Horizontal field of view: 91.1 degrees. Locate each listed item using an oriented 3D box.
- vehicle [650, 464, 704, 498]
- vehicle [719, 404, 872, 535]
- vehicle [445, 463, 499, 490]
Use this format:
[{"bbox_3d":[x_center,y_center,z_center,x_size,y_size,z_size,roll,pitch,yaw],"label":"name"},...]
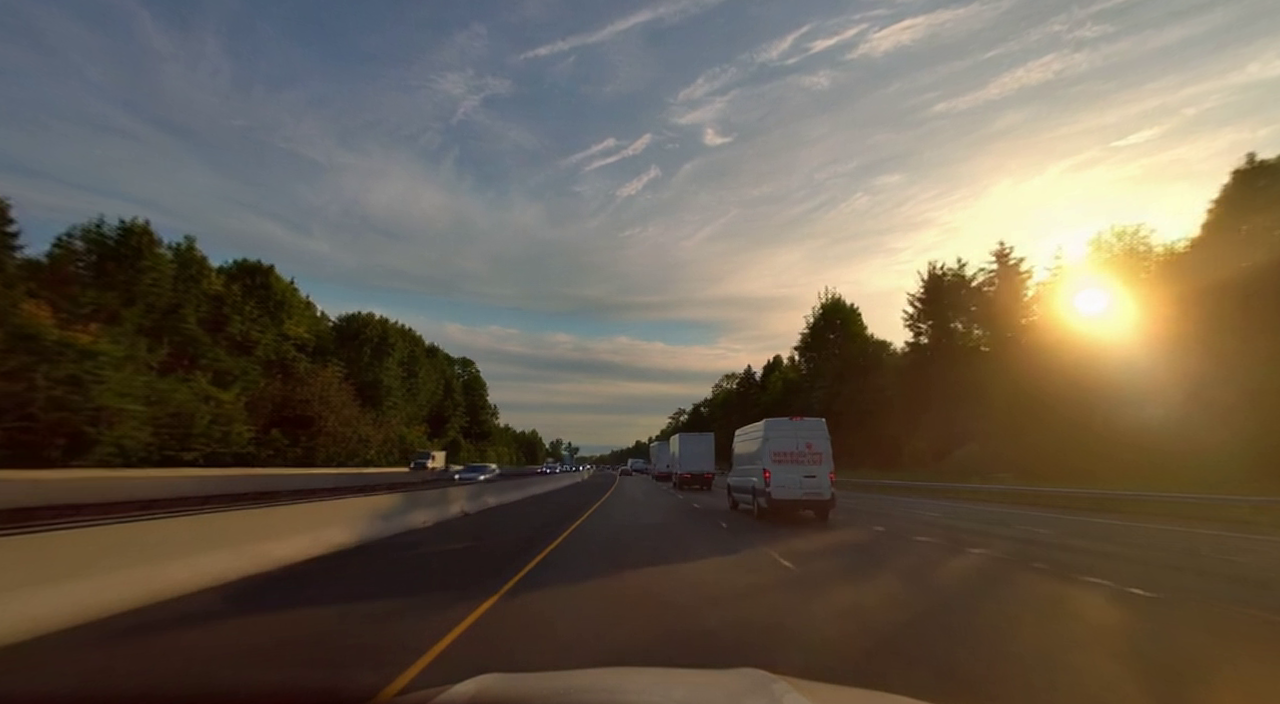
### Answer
[{"bbox_3d":[1.693,6.130,30.011,2.081,1.453,4.300,1,-10,-3],"label":"vehicle"},{"bbox_3d":[3.504,2.875,15.533,2.291,2.639,5.280,1,-10,-1],"label":"vehicle"},{"bbox_3d":[-9.921,7.365,37.419,1.913,1.466,4.660,1,-10,0],"label":"vehicle"}]
